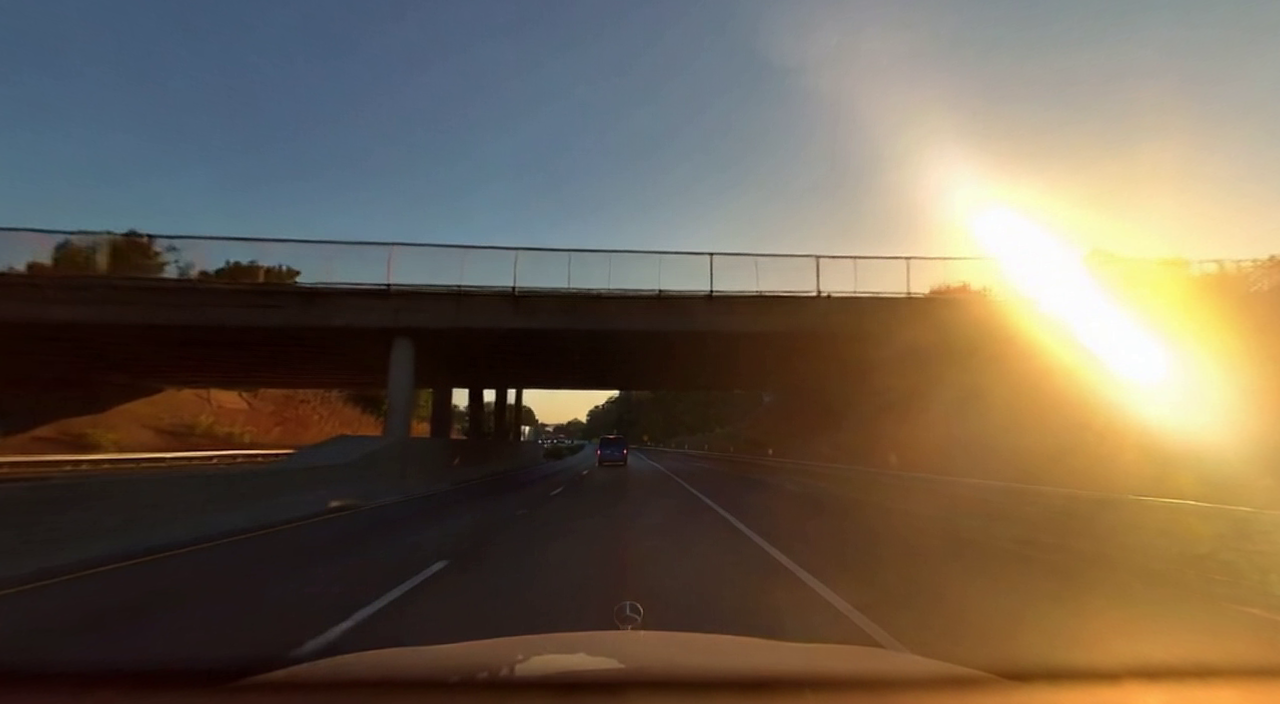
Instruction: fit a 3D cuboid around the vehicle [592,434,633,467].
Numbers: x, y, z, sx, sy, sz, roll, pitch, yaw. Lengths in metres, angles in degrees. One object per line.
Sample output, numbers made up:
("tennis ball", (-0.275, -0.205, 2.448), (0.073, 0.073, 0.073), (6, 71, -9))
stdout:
("vehicle", (-1.672, 6.102, 39.138), (2.372, 1.891, 5.061), (0, -8, -2))
